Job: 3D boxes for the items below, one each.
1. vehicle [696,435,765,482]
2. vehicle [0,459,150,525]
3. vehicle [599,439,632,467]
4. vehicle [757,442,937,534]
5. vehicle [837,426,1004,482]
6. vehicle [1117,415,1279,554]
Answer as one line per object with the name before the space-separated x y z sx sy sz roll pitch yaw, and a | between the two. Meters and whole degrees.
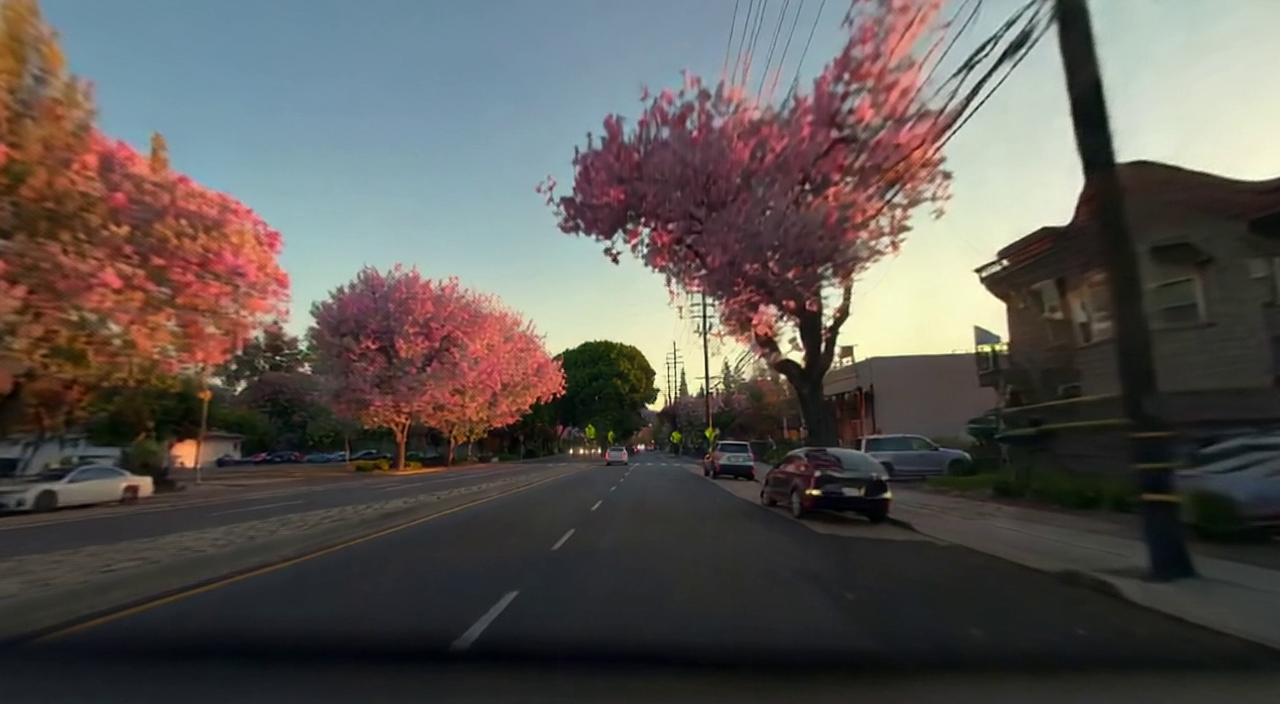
vehicle | 4.025 4.865 29.094 2.280 1.904 5.779 0 -9 -1
vehicle | -16.640 3.824 17.779 1.954 1.497 4.613 0 -9 0
vehicle | -1.743 7.428 46.424 2.202 1.961 4.980 0 -9 0
vehicle | 3.778 2.548 12.500 2.042 1.465 4.455 0 -9 0
vehicle | 9.723 3.579 22.238 4.818 1.847 2.257 0 -9 2
vehicle | 9.300 1.660 8.225 4.512 1.567 1.947 0 -9 0
